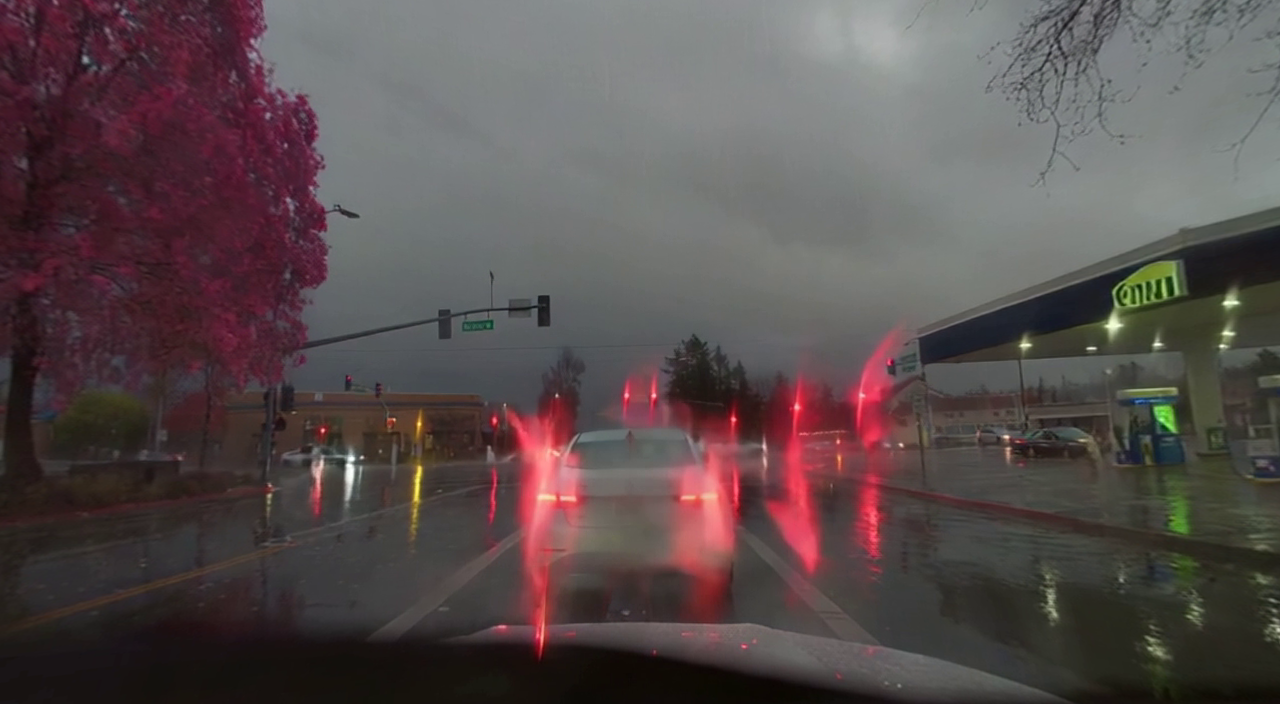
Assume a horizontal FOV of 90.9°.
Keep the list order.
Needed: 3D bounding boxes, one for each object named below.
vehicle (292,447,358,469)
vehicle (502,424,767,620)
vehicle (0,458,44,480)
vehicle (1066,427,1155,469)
[{"bbox_3d":[-23.280,7.844,46.634,3.975,1.563,1.755,-1,-8,5],"label":"vehicle"},{"bbox_3d":[-0.038,1.599,6.902,2.010,1.482,4.057,0,-8,0],"label":"vehicle"},{"bbox_3d":[-44.836,8.177,44.186,4.380,1.409,1.841,-1,-8,5],"label":"vehicle"},{"bbox_3d":[18.608,3.759,24.870,4.091,1.495,2.053,8,-12,-44],"label":"vehicle"}]
